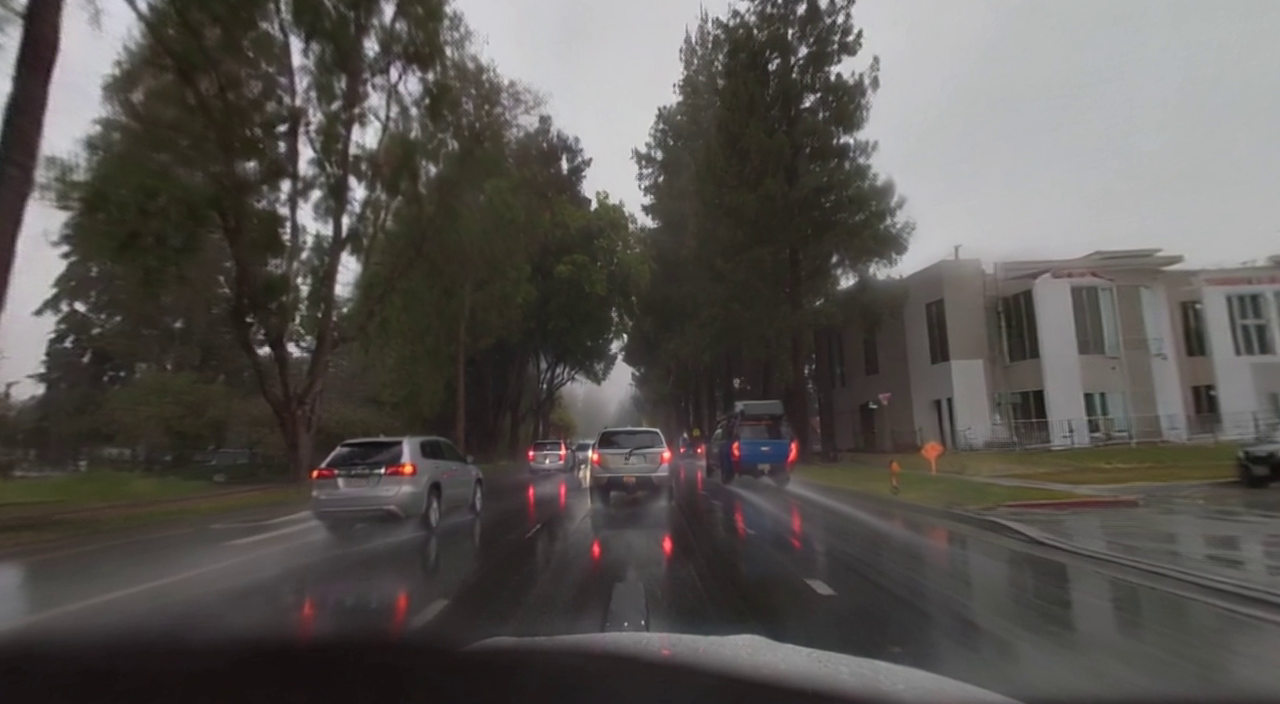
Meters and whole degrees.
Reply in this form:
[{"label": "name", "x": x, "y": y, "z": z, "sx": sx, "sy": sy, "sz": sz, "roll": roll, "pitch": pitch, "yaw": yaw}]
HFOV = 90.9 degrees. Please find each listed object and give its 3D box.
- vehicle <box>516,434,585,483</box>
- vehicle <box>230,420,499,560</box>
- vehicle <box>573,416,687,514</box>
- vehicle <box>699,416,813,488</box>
[{"label": "vehicle", "x": -3.237, "y": 3.929, "z": 23.527, "sx": 1.894, "sy": 1.642, "sz": 3.861, "roll": 0, "pitch": -8, "yaw": 1}, {"label": "vehicle", "x": -3.756, "y": 1.959, "z": 9.777, "sx": 1.959, "sy": 1.614, "sz": 4.676, "roll": 0, "pitch": -8, "yaw": 1}, {"label": "vehicle", "x": -0.155, "y": 2.370, "z": 13.638, "sx": 2.075, "sy": 1.770, "sz": 4.018, "roll": 0, "pitch": -8, "yaw": 1}, {"label": "vehicle", "x": 3.624, "y": 3.312, "z": 21.189, "sx": 2.655, "sy": 2.054, "sz": 6.098, "roll": 0, "pitch": -8, "yaw": 0}]
